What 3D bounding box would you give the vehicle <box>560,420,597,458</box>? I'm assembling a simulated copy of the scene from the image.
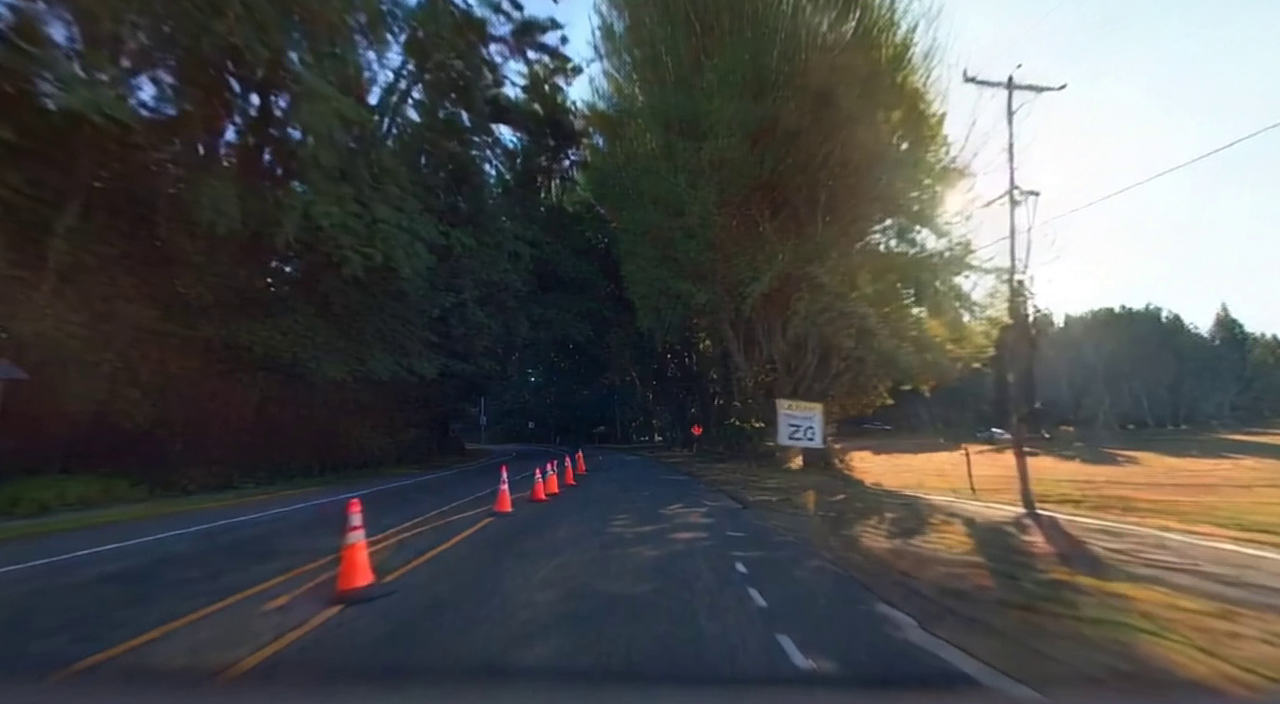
[{"bbox_3d":[-4.160,5.933,42.968,2.436,2.512,2.316,0,-9,-4],"label":"vehicle"}]
